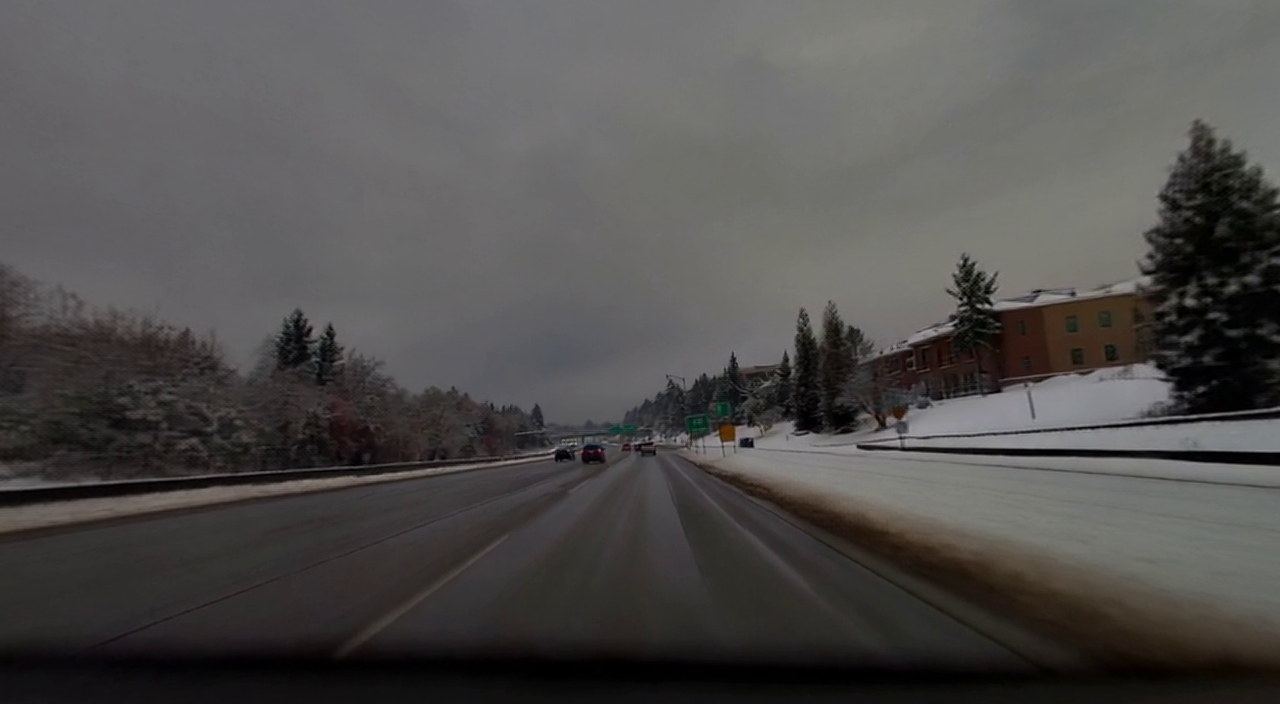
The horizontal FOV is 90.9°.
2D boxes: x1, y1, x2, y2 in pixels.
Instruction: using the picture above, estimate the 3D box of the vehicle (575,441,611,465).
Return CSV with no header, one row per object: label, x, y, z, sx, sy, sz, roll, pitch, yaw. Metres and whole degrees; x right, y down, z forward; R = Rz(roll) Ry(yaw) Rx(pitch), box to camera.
vehicle,-3.166,6.893,43.202,2.112,1.489,4.266,0,-8,0
